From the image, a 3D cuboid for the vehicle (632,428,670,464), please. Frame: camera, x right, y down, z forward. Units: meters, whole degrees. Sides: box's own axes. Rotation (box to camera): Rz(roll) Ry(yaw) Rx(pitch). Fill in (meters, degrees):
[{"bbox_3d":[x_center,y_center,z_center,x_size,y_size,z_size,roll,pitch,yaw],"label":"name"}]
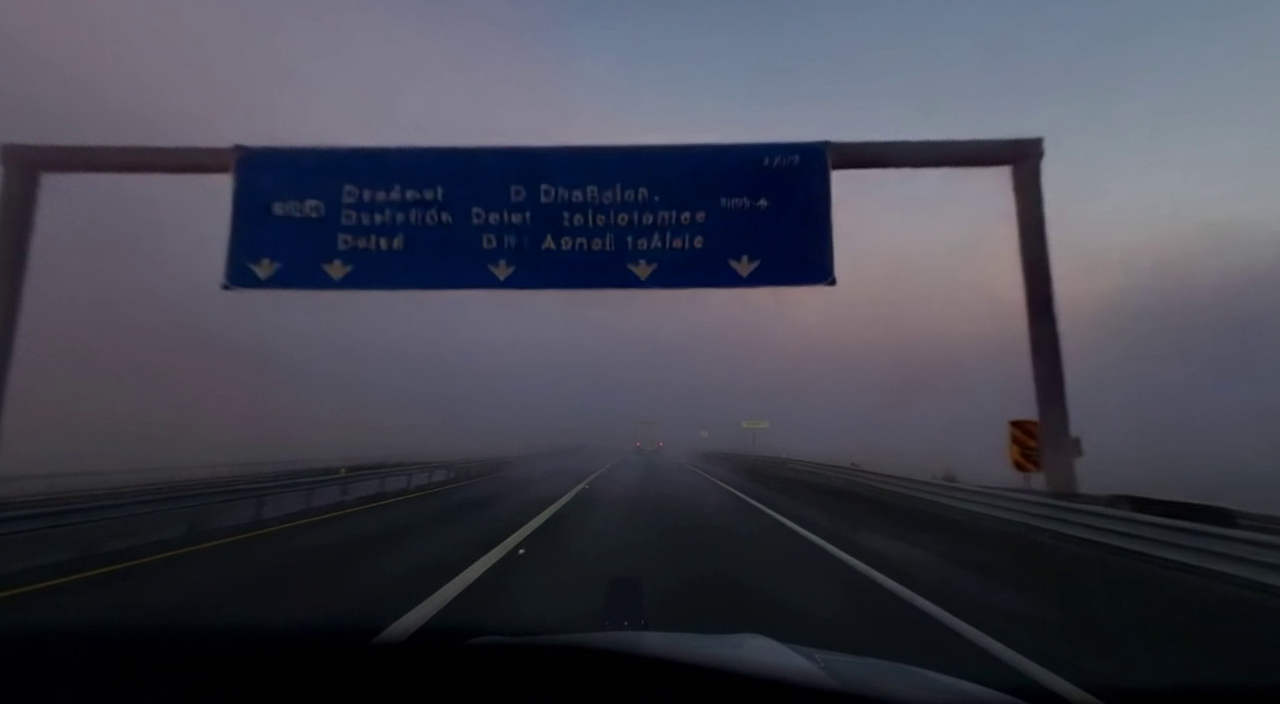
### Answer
[{"bbox_3d":[0.695,5.931,39.735,2.277,2.109,4.922,0,-8,1],"label":"vehicle"}]
